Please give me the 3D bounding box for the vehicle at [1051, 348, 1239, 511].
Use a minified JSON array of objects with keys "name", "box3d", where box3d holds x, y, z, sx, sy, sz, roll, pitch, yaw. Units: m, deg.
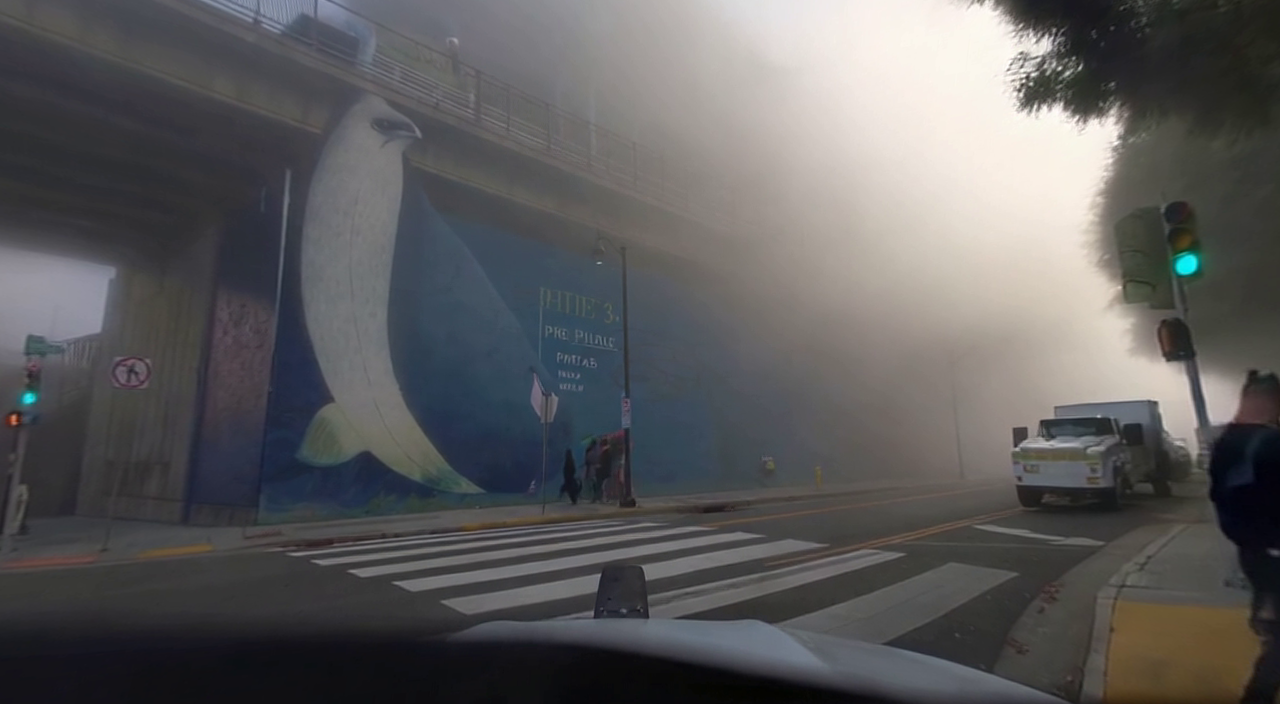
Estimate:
[{"name":"vehicle","box3d":[15.796,2.432,19.279,9.347,3.893,2.849,7,-11,-43]}]
